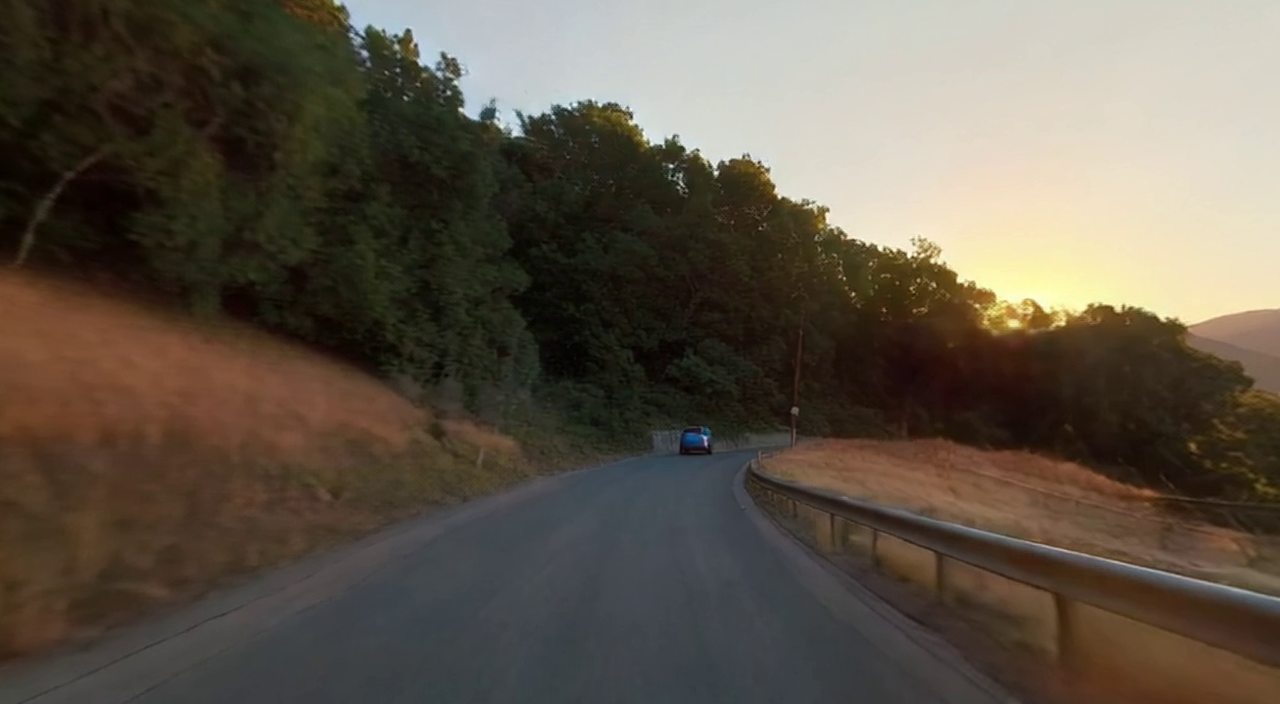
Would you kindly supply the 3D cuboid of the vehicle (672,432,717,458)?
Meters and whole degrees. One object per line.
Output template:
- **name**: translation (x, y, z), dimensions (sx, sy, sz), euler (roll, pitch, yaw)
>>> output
- **vehicle**: translation (4.047, 6.784, 46.041), dimensions (2.251, 1.799, 4.776), euler (-3, -9, 17)
